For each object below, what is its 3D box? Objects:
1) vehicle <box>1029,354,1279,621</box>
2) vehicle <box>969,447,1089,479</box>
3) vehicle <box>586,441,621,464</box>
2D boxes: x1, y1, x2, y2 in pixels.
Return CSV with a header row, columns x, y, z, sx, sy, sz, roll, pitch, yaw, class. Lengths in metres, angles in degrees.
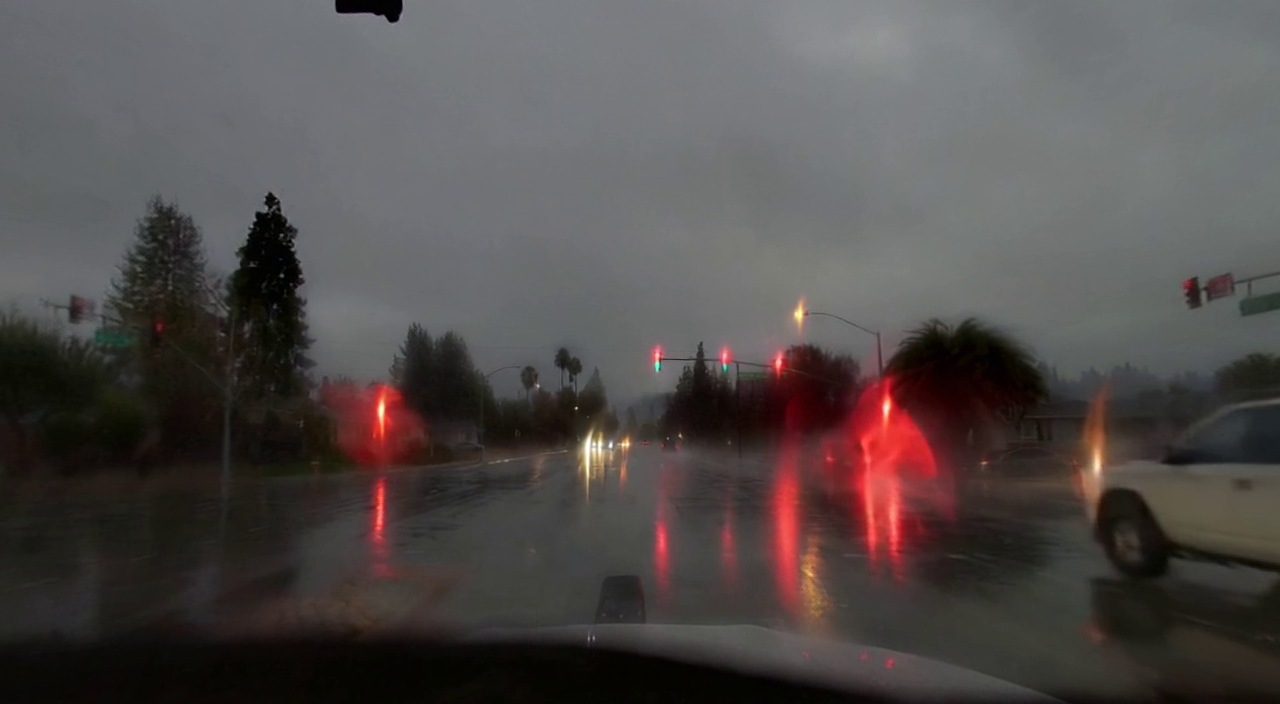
x,y,z,sx,sy,sz,roll,pitch,yaw,class
6.089,1.067,5.005,2.273,2.042,5.717,0,-9,-1,vehicle
19.744,5.627,32.224,4.874,1.544,1.779,0,-9,1,vehicle
-2.383,6.711,42.285,2.045,1.484,3.991,0,-9,0,vehicle
